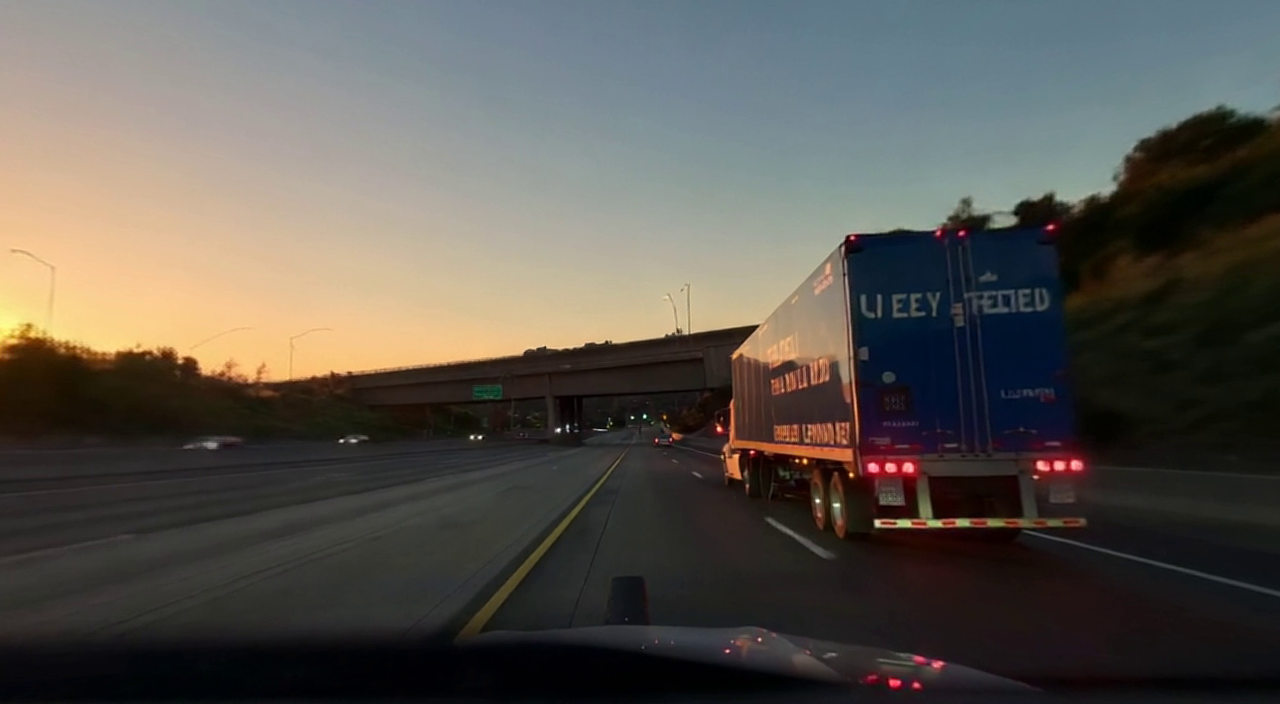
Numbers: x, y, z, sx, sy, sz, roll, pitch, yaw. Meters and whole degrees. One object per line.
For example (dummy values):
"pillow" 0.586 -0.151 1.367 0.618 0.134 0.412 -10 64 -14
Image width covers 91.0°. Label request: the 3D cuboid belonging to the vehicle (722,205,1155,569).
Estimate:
"vehicle" 4.159 1.340 14.074 3.006 4.093 14.142 0 -8 1
